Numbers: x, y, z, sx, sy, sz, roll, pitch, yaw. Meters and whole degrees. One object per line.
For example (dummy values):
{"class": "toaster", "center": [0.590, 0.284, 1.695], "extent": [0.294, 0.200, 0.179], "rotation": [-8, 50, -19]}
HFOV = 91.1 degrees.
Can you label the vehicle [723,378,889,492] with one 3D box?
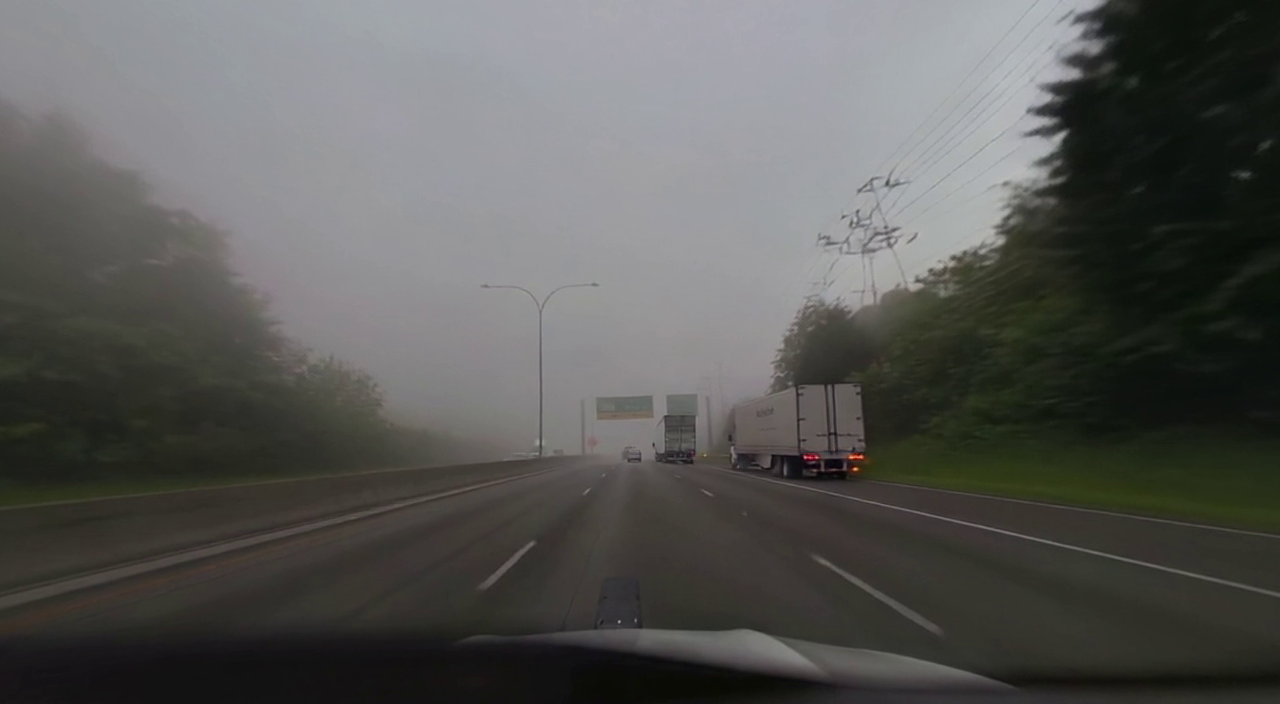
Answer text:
{"class": "vehicle", "center": [7.205, 4.352, 31.720], "extent": [3.400, 4.134, 17.388], "rotation": [0, -9, -1]}
